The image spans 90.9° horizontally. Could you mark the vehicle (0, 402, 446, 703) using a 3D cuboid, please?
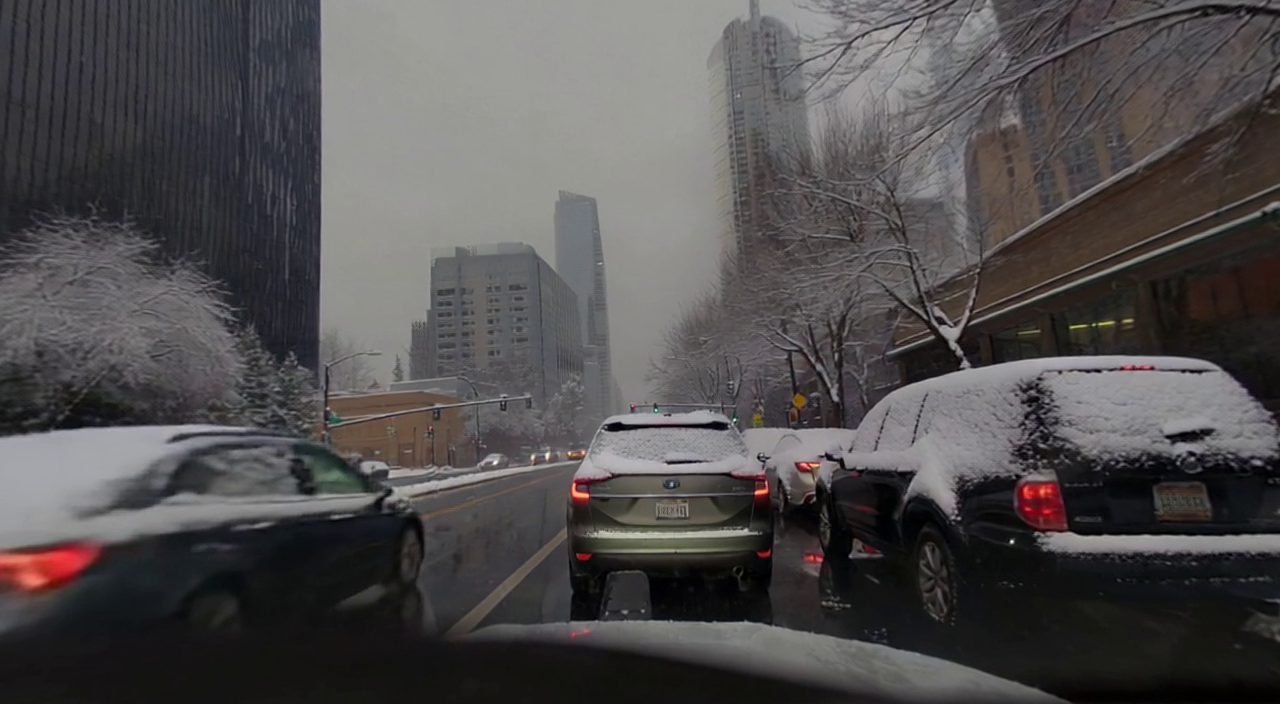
[{"bbox_3d":[-3.046,1.215,4.020,2.088,1.483,4.708,0,-9,0],"label":"vehicle"}]

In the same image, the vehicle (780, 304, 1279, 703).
[{"bbox_3d":[2.748,1.078,4.921,2.117,1.855,4.794,0,-9,-1],"label":"vehicle"}]

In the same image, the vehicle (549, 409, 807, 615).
[{"bbox_3d":[0.239,1.543,6.869,2.045,1.608,3.573,0,-9,-2],"label":"vehicle"}]
